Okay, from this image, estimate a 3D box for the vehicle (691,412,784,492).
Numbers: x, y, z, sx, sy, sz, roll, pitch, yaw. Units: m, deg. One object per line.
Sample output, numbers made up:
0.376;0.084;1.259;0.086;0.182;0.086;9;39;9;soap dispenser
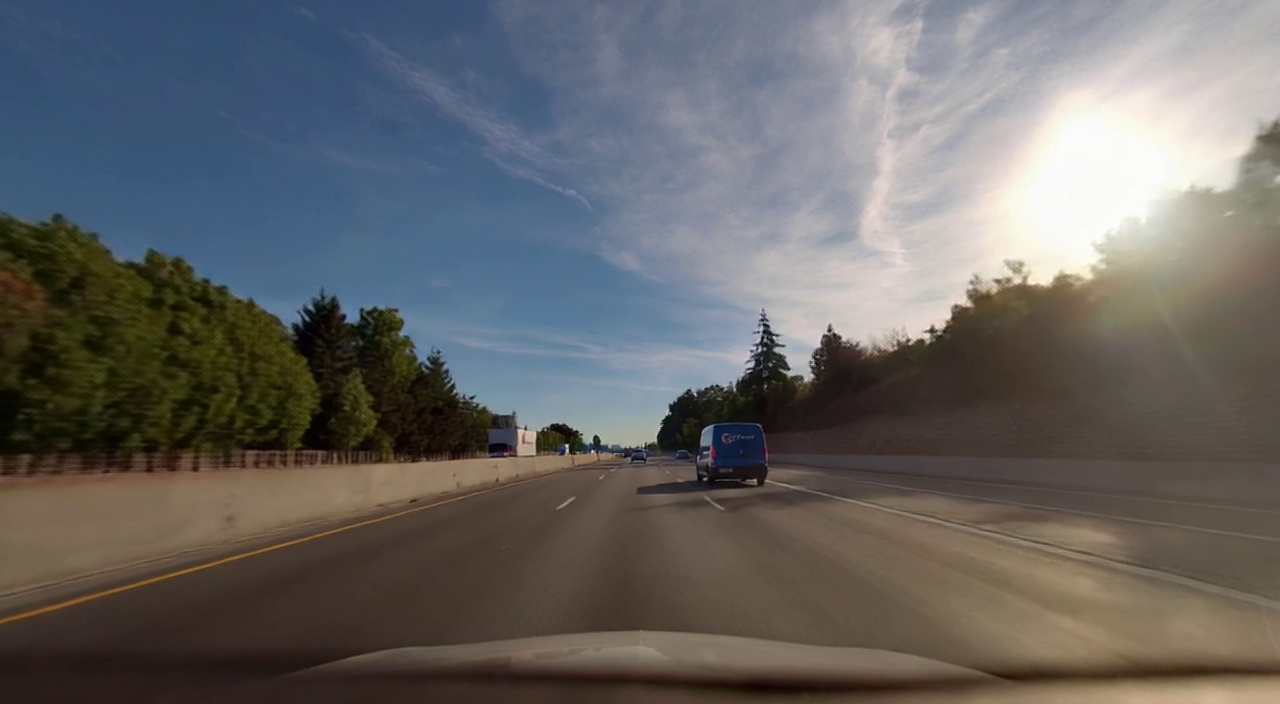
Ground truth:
3.411;3.726;23.549;2.373;2.561;5.922;0;-9;-2;vehicle
